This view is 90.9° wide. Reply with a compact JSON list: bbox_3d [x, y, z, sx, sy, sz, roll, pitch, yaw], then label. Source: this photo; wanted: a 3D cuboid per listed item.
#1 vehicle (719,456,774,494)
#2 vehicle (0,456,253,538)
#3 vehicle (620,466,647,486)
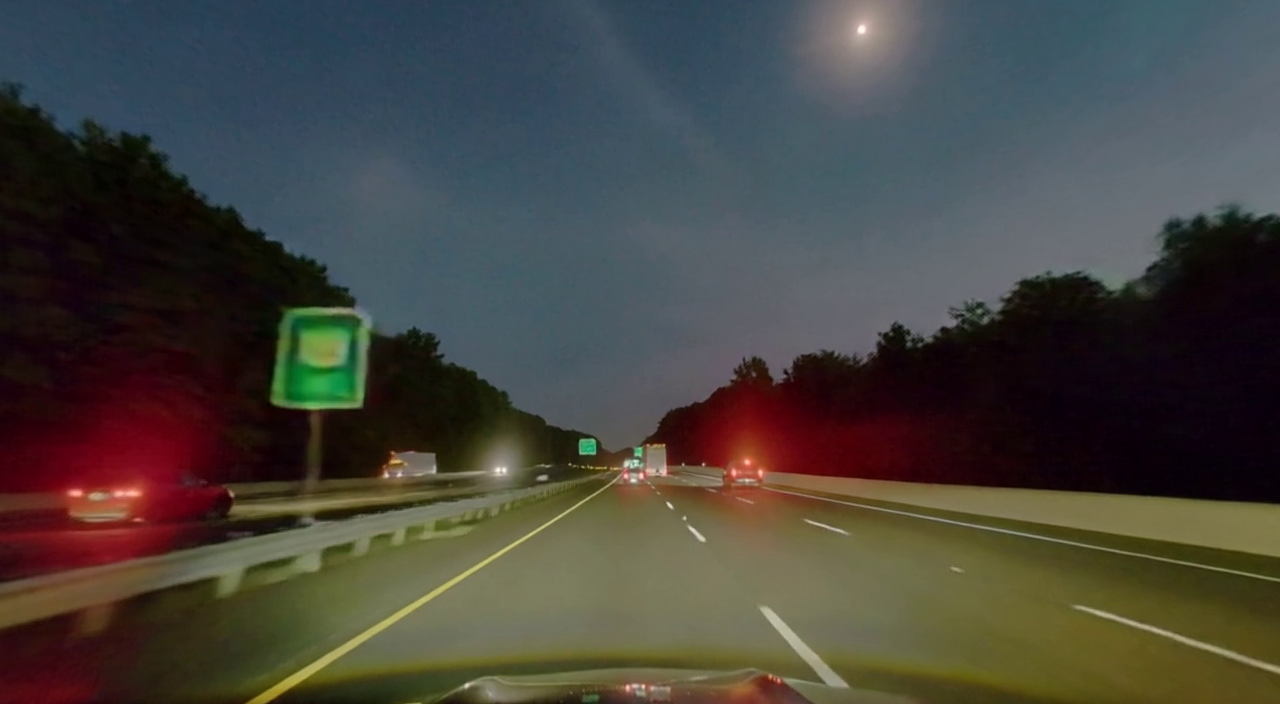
[{"bbox_3d":[5.419,6.351,32.607,1.998,1.776,4.663,1,-10,-1],"label":"vehicle"},{"bbox_3d":[-11.983,3.405,15.316,1.952,1.618,4.859,1,-10,1],"label":"vehicle"},{"bbox_3d":[-0.487,9.578,48.755,1.987,1.467,3.903,1,-10,-1],"label":"vehicle"}]
